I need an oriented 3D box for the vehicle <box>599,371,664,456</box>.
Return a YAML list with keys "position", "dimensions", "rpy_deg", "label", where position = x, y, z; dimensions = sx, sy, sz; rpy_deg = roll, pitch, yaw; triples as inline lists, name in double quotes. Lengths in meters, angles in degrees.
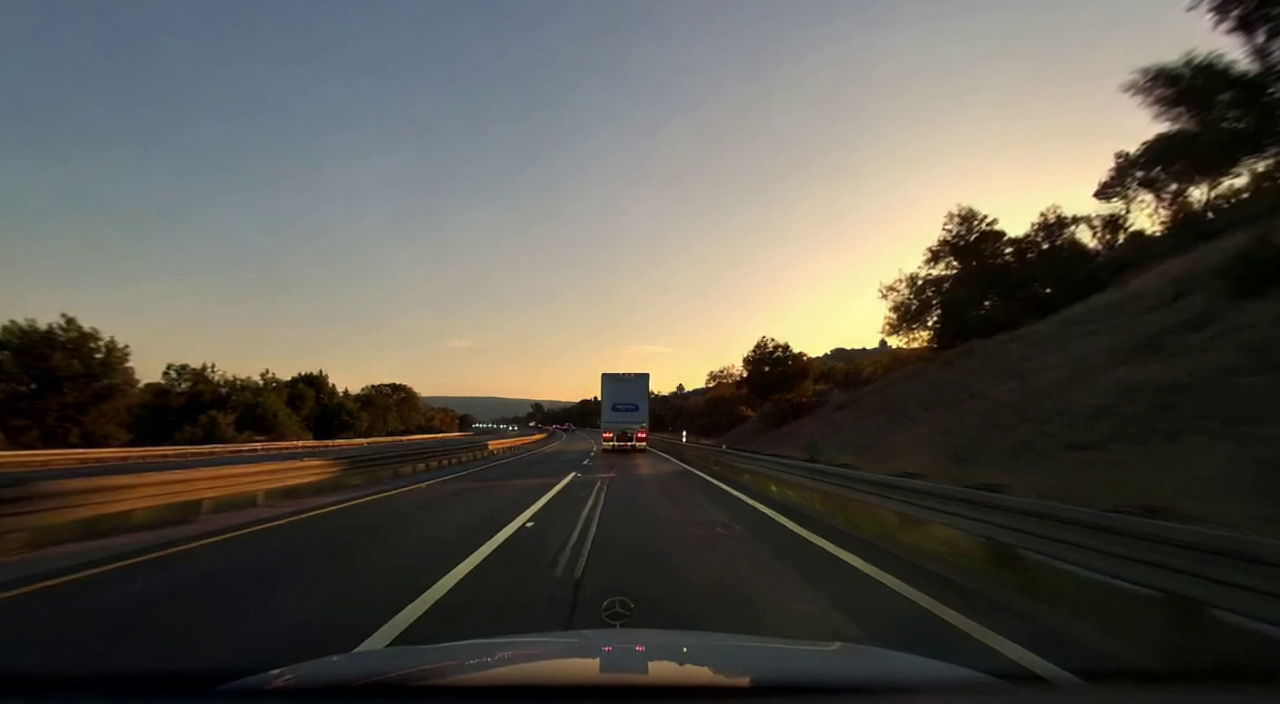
- position: [-0.701, 3.580, 34.626]
  dimensions: [3.023, 3.965, 10.402]
  rpy_deg: [0, -8, -3]
  label: "vehicle"
